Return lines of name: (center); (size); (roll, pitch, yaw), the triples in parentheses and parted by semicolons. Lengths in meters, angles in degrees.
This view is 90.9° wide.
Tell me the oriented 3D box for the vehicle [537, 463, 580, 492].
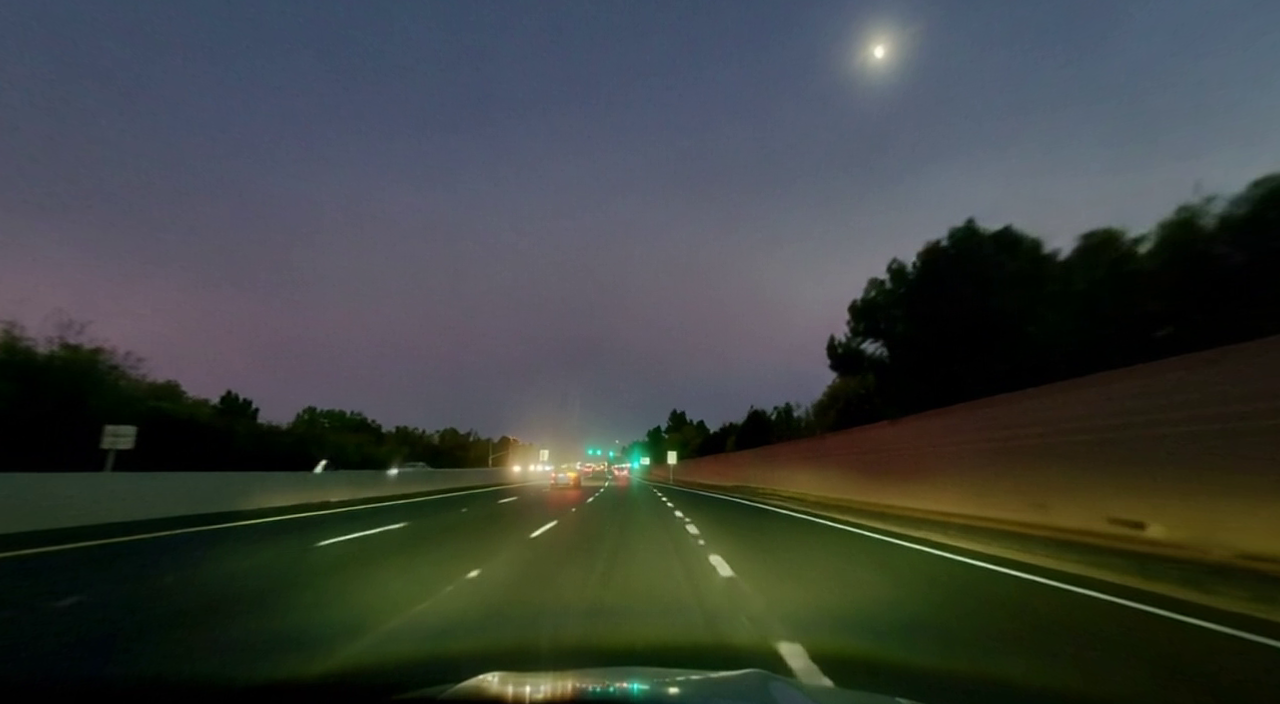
vehicle: (-4.885, 7.607, 38.338); (2.039, 1.605, 4.365); (1, -10, 0)
